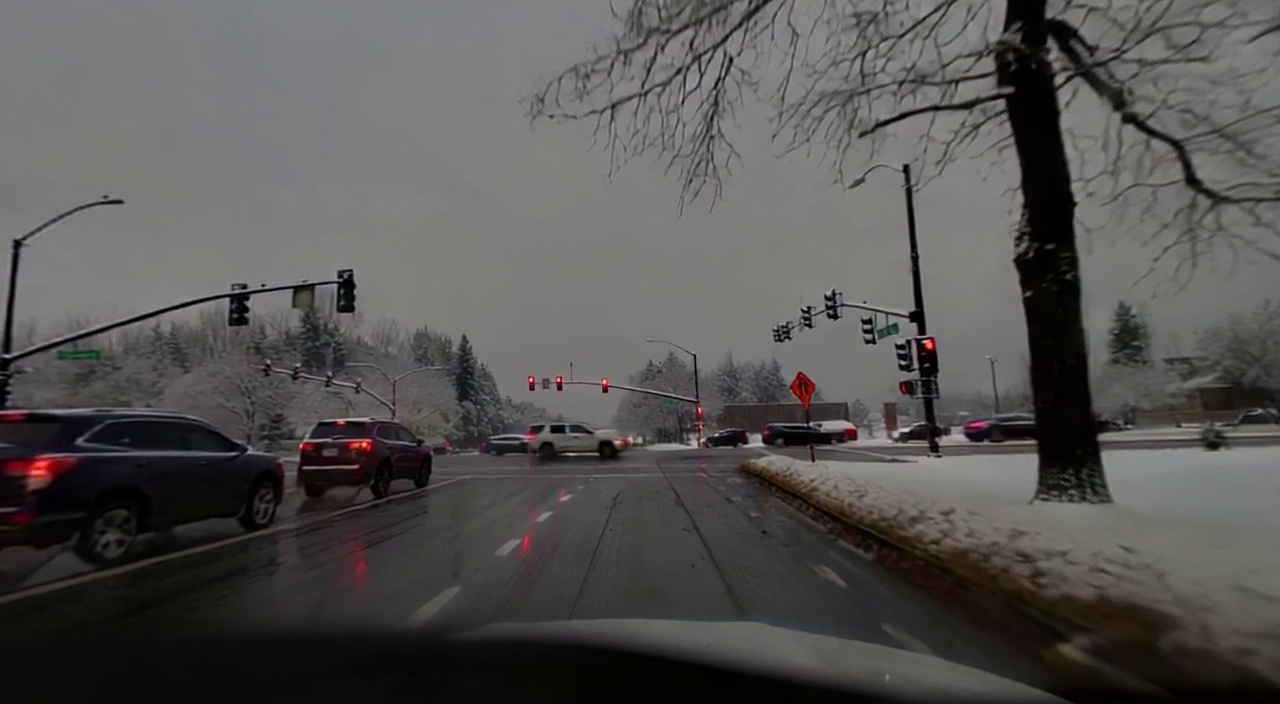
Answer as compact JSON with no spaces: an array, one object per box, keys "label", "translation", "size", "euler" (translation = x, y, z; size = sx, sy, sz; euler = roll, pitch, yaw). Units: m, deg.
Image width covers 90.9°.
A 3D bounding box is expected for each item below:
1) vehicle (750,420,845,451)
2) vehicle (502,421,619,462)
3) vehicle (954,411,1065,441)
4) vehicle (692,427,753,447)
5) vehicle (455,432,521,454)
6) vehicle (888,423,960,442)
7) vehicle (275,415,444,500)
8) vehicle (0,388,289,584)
[{"label":"vehicle","translation":[7.963,4.279,32.195],"size":[4.429,1.489,1.773],"euler":[-1,-9,6]},{"label":"vehicle","translation":[-3.647,4.222,29.601],"size":[5.084,1.824,2.050],"euler":[-1,-9,6]},{"label":"vehicle","translation":[20.255,4.103,34.706],"size":[4.836,1.508,1.875],"euler":[-1,-9,6]},{"label":"vehicle","translation":[6.228,6.465,47.883],"size":[4.459,1.477,1.754],"euler":[-1,-9,6]},{"label":"vehicle","translation":[-11.971,7.183,49.688],"size":[4.663,1.637,1.836],"euler":[-1,-9,7]},{"label":"vehicle","translation":[22.400,6.380,49.894],"size":[4.785,1.472,1.799],"euler":[-1,-9,6]},{"label":"vehicle","translation":[-6.392,2.483,15.113],"size":[1.785,1.678,4.729],"euler":[0,-9,1]},{"label":"vehicle","translation":[-6.669,1.531,7.900],"size":[1.967,1.741,4.385],"euler":[0,-9,0]}]
